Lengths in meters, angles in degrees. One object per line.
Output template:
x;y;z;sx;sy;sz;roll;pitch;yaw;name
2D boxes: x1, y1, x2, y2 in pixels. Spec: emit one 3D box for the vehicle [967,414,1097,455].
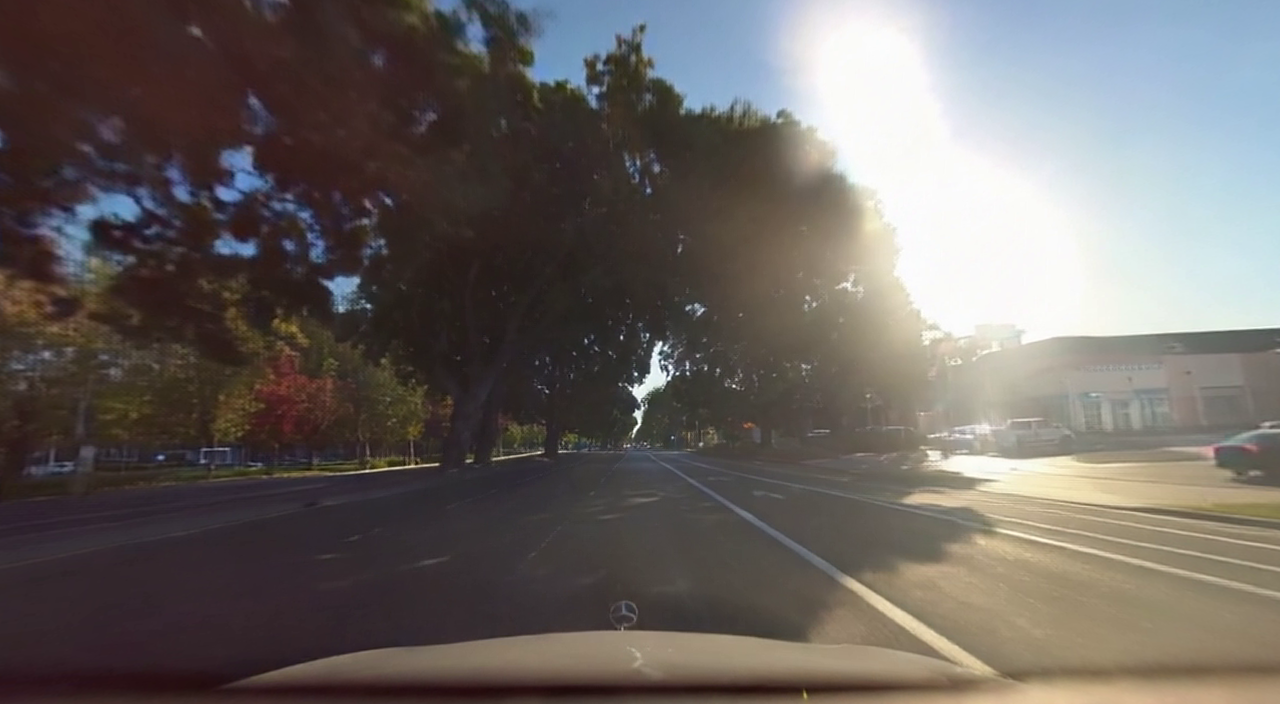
26.642;5.665;43.186;7.147;2.712;2.343;0;-8;1;vehicle
